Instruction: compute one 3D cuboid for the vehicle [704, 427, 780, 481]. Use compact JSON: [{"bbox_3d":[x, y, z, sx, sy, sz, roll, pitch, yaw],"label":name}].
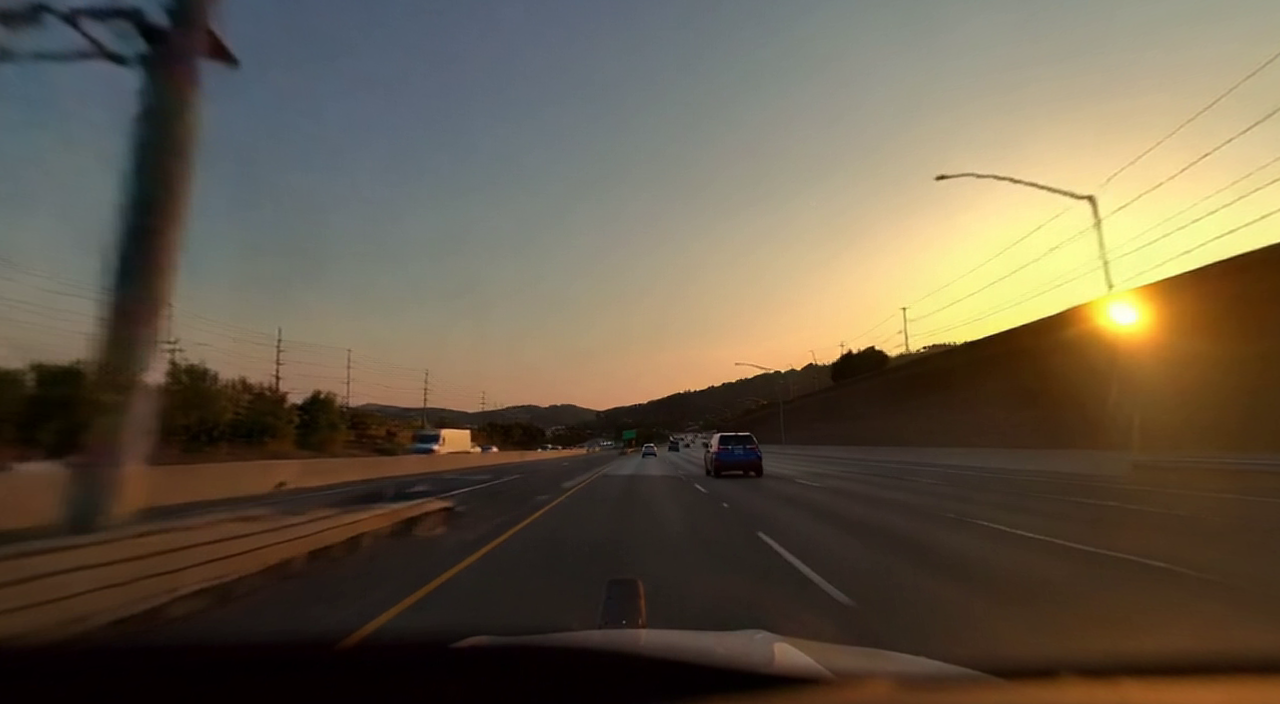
[{"bbox_3d":[3.738,3.856,23.984,2.120,1.832,4.287,0,-8,-1],"label":"vehicle"}]
